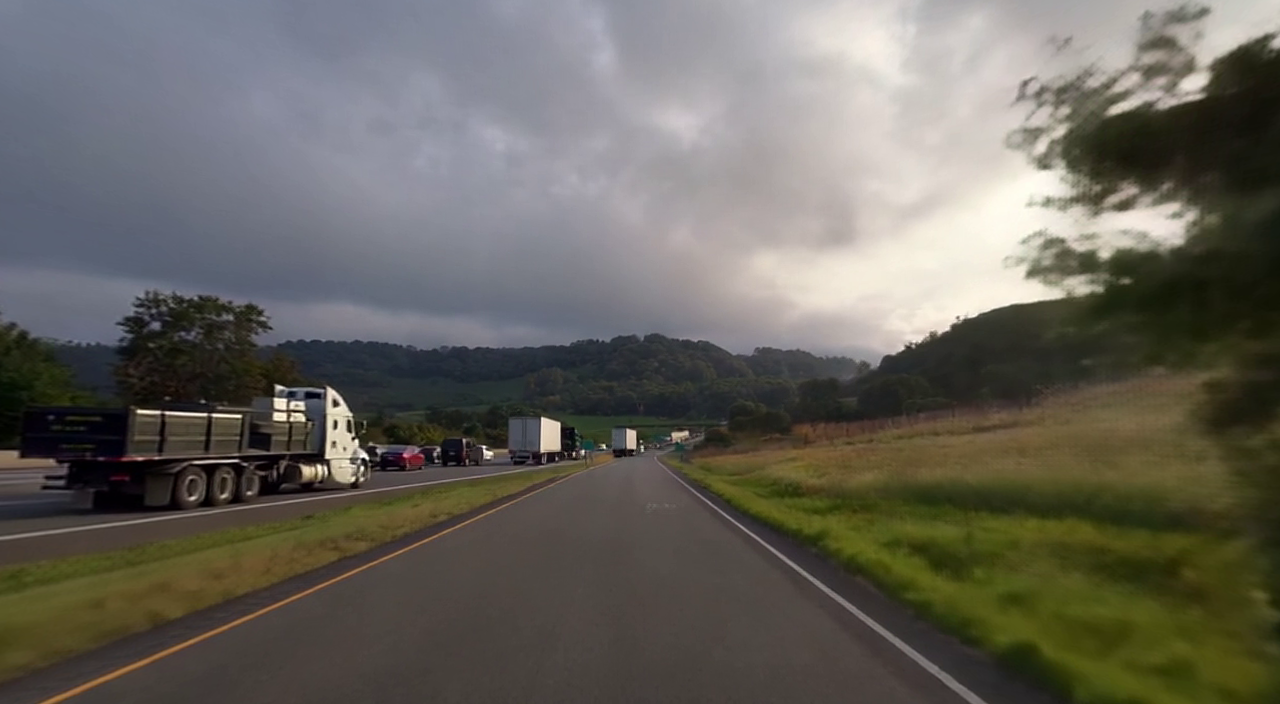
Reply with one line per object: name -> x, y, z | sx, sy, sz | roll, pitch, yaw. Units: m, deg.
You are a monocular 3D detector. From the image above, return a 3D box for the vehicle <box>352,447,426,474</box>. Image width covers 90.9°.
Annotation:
vehicle -> -14.693, 6.373, 37.230 | 1.925, 1.493, 4.864 | -1, -9, 6

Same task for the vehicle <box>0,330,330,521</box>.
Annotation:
vehicle -> -13.195, 2.197, 17.162 | 2.745, 3.617, 11.590 | -1, -9, 5
